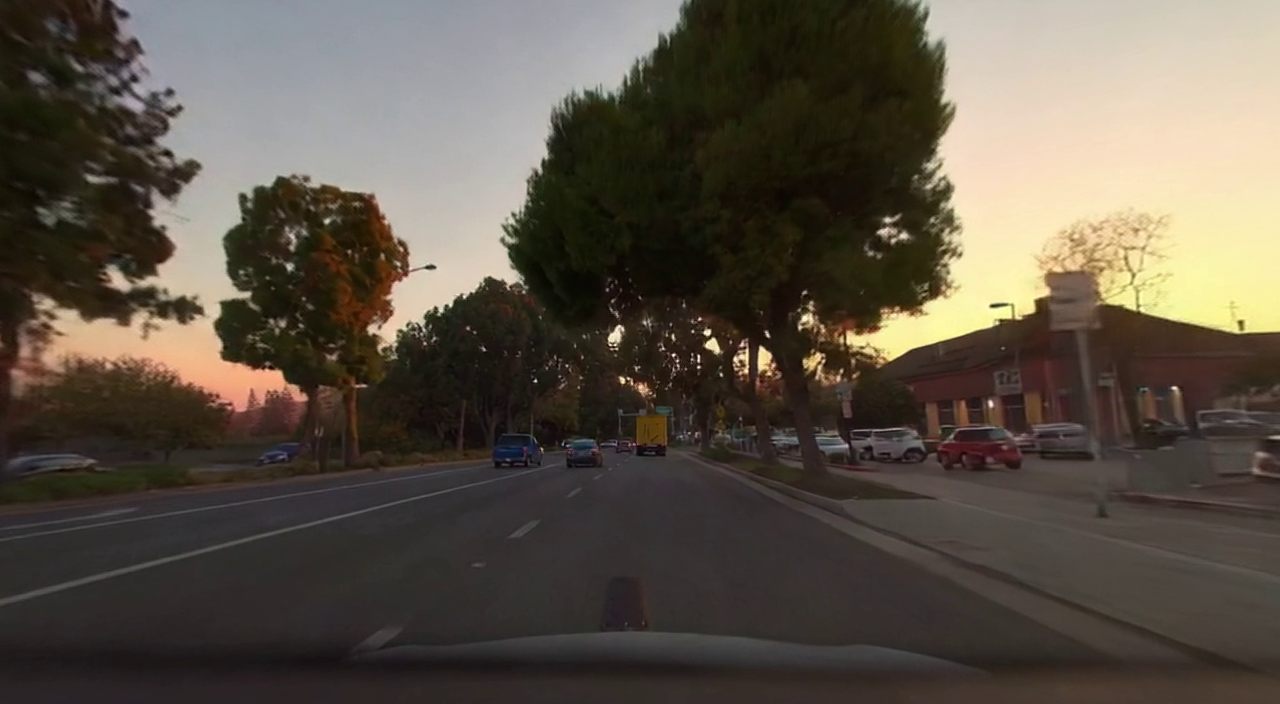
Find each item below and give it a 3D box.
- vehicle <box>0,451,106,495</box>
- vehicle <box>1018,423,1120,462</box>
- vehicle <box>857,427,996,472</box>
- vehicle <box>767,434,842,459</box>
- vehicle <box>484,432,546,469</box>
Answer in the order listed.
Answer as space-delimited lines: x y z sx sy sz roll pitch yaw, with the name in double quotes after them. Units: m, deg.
-26.021 5.129 27.134 1.918 1.687 4.653 0 -8 1 "vehicle"
21.424 4.585 31.762 1.888 1.812 4.911 -1 -8 4 "vehicle"
11.447 3.925 25.430 4.655 1.688 1.876 0 -9 2 "vehicle"
10.658 6.147 41.017 4.346 1.595 1.964 0 -9 0 "vehicle"
-6.724 5.385 34.623 2.149 1.893 5.187 0 -8 2 "vehicle"
